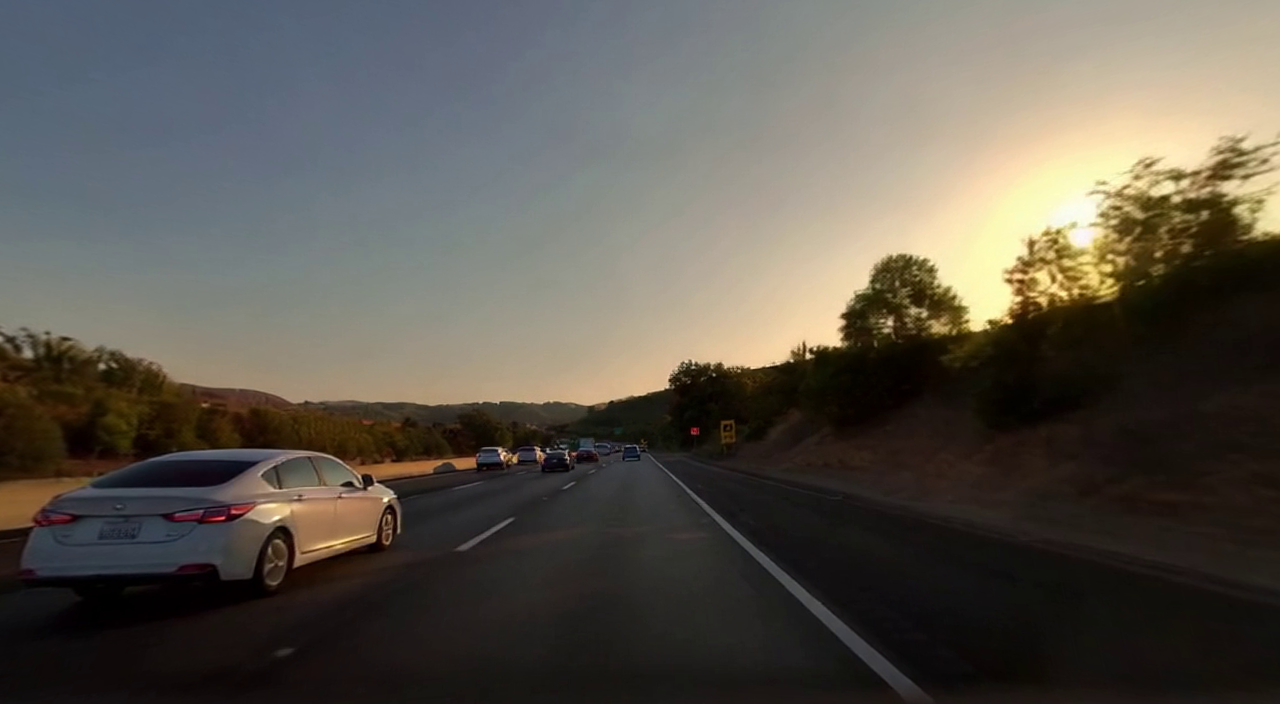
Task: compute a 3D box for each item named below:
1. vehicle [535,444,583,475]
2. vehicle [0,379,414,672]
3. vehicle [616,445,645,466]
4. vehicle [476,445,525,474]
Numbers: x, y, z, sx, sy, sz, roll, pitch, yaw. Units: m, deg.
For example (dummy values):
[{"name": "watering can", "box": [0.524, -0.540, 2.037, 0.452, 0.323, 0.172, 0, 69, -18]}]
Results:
[{"name": "vehicle", "box": [-4.149, 5.571, 32.711, 1.988, 1.477, 4.118, 0, -9, 0]}, {"name": "vehicle", "box": [-4.123, 1.414, 6.194, 2.074, 1.779, 4.588, 0, -9, 0]}, {"name": "vehicle", "box": [-0.698, 7.689, 46.747, 2.023, 1.479, 3.718, 0, -9, 0]}, {"name": "vehicle", "box": [-7.874, 6.083, 35.715, 1.936, 1.516, 3.904, 0, -9, 0]}]
